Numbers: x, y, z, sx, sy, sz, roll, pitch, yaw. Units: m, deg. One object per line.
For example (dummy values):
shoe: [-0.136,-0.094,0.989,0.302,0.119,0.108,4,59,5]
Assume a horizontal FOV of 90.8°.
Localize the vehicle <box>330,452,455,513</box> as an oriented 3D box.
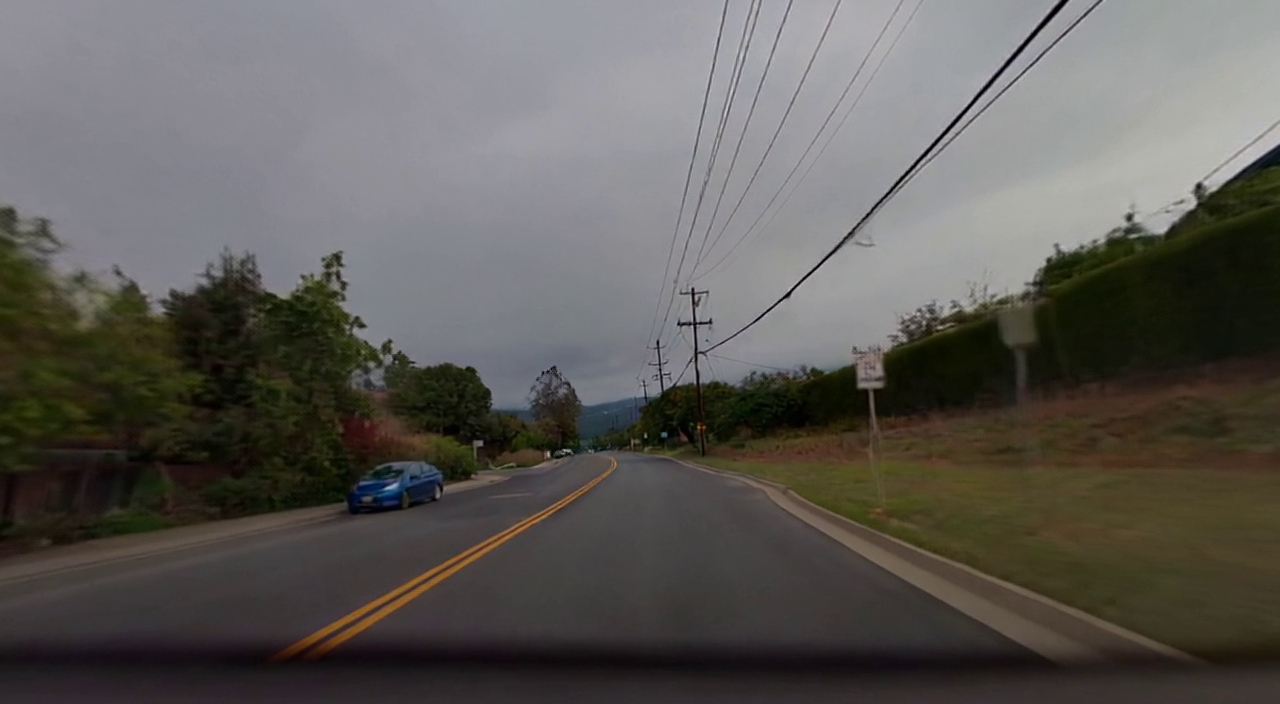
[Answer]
vehicle: [-7.830,4.146,20.552,2.114,1.693,4.468,0,-9,2]
